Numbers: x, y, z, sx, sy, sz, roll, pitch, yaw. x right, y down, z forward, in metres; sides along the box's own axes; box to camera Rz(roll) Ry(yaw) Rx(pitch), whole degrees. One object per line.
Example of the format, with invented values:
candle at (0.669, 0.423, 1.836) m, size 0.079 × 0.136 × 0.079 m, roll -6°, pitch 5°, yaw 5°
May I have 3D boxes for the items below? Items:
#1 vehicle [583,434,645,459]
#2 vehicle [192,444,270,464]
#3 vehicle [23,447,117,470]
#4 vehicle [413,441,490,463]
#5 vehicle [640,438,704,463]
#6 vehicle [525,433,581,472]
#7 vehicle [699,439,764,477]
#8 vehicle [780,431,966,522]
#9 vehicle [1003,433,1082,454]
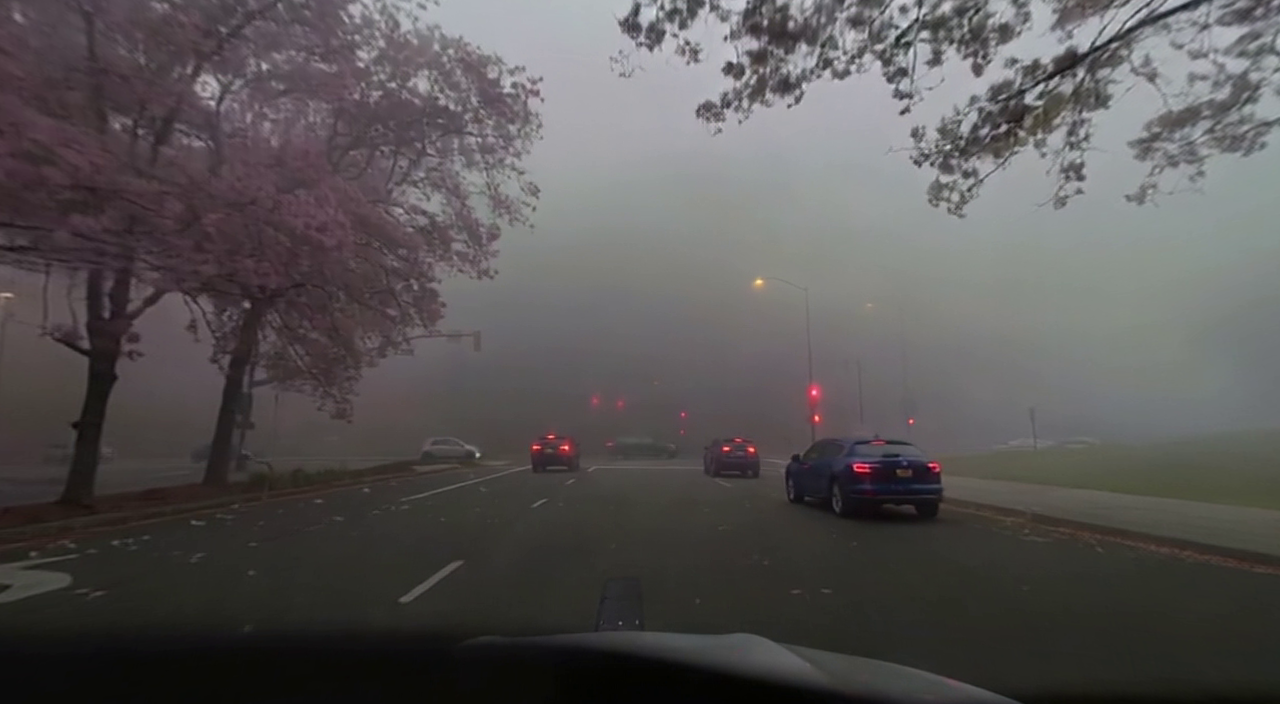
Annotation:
vehicle at (-1.943, 7.169, 47.998) m, size 4.567 × 1.810 × 1.880 m, roll 0°, pitch -8°, yaw -1°
vehicle at (-30.596, 7.665, 47.352) m, size 4.549 × 1.439 × 1.794 m, roll 0°, pitch -8°, yaw -1°
vehicle at (-39.425, 7.360, 43.772) m, size 4.526 × 1.452 × 1.920 m, roll 0°, pitch -8°, yaw -2°
vehicle at (-13.205, 7.013, 44.444) m, size 4.829 × 1.470 × 1.874 m, roll 0°, pitch -8°, yaw -1°
vehicle at (2.083, 6.552, 42.212) m, size 4.089 × 1.588 × 1.808 m, roll 0°, pitch -8°, yaw -2°
vehicle at (-3.963, 4.683, 29.601) m, size 1.995 × 1.703 × 4.367 m, roll 0°, pitch -8°, yaw 0°
vehicle at (3.820, 4.514, 27.149) m, size 2.007 × 1.466 × 4.291 m, roll 0°, pitch -8°, yaw -2°
vehicle at (4.406, 2.417, 12.832) m, size 2.019 × 1.518 × 4.285 m, roll 0°, pitch -8°, yaw -2°
vehicle at (31.178, 7.113, 49.025) m, size 4.845 × 1.540 × 1.937 m, roll 0°, pitch -8°, yaw -1°
